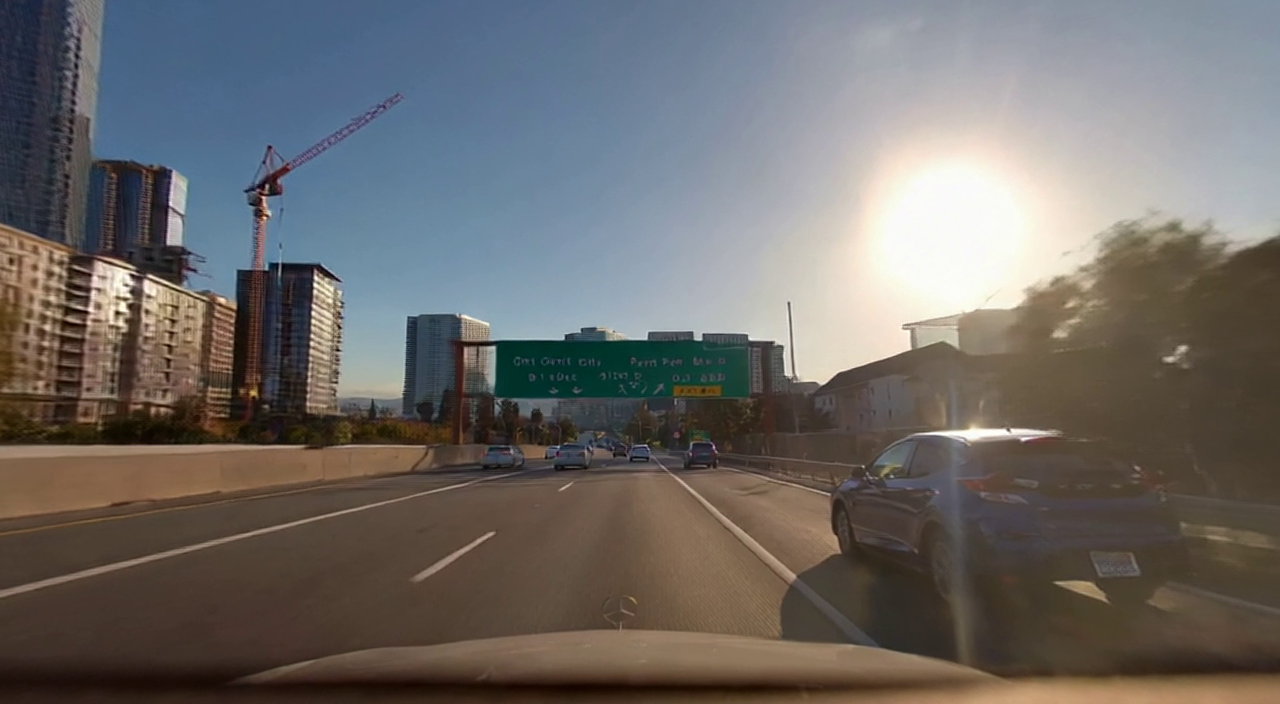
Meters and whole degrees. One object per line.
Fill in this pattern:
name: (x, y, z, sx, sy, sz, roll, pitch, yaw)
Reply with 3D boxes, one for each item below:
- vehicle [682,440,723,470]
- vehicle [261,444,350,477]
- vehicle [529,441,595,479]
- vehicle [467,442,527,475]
vehicle: (3.518, 5.899, 36.266, 1.978, 1.602, 4.092, 0, -8, 0)
vehicle: (-16.340, 5.311, 31.161, 1.826, 1.476, 4.548, 0, -8, 1)
vehicle: (-3.280, 4.630, 27.388, 2.136, 1.512, 4.488, 0, -8, 2)
vehicle: (-7.131, 5.342, 31.988, 1.951, 1.528, 4.209, 0, -8, 1)
